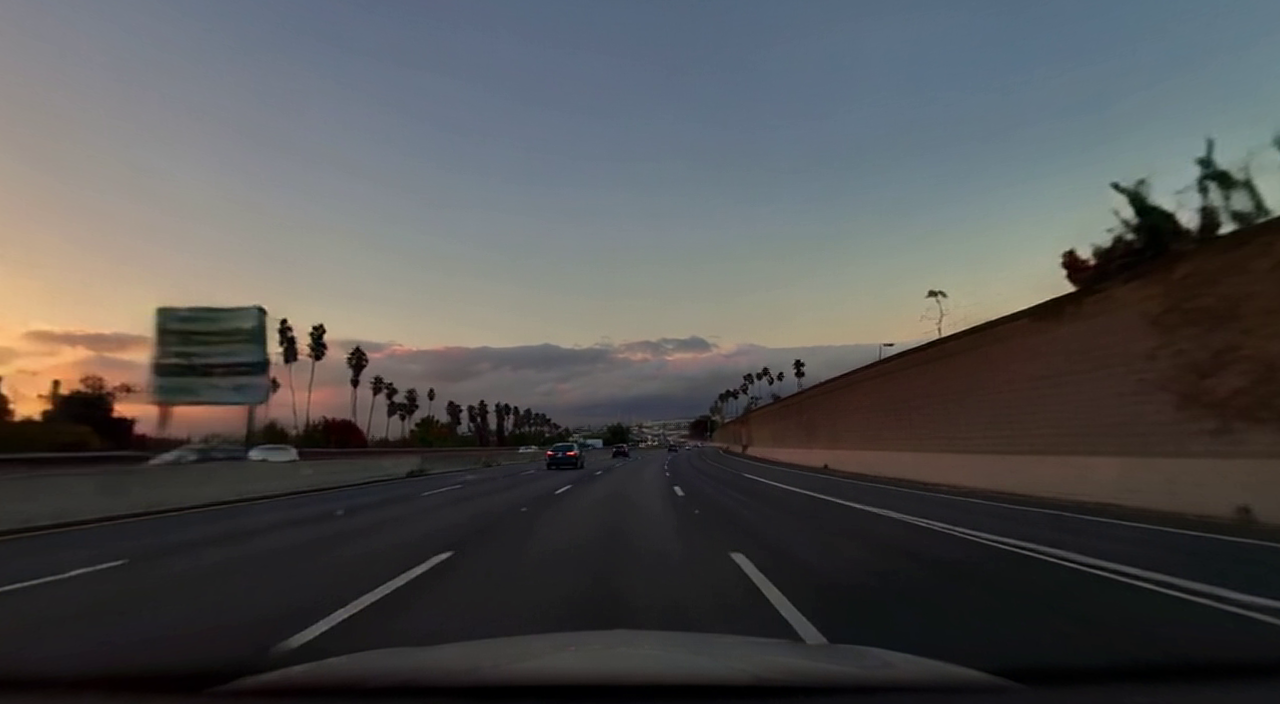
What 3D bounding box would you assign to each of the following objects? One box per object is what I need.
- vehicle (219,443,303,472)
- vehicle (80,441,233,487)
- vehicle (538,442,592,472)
[{"bbox_3d":[-22.388,6.233,37.530,2.139,1.566,4.463,0,-9,2],"label":"vehicle"},{"bbox_3d":[-18.412,4.260,24.421,2.074,1.600,4.758,0,-8,1],"label":"vehicle"},{"bbox_3d":[-3.814,5.477,33.105,2.078,1.457,4.648,0,-8,3],"label":"vehicle"}]
